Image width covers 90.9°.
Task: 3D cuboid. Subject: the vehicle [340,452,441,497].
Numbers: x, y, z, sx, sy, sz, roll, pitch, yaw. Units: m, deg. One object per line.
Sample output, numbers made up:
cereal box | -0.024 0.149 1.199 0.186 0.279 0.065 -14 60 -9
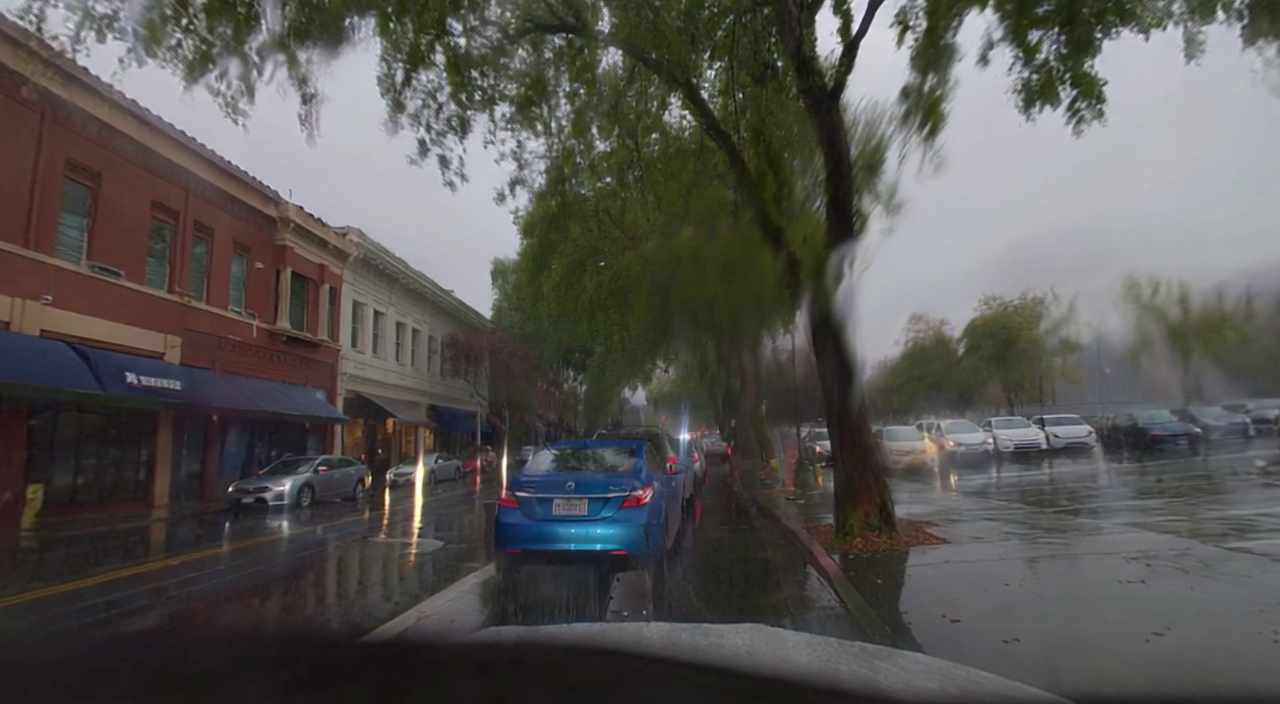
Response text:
vehicle | -10.257 5.033 26.283 1.826 1.432 4.556 -7 -9 8

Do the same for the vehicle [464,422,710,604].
vehicle | -0.265 1.631 7.306 1.939 1.478 3.922 -2 -8 9

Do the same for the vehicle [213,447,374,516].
vehicle | -11.006 4.069 20.592 2.081 1.718 5.342 -6 -9 3

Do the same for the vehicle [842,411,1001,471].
vehicle | 9.013 2.828 20.223 4.558 1.528 1.915 -1 -8 -23
